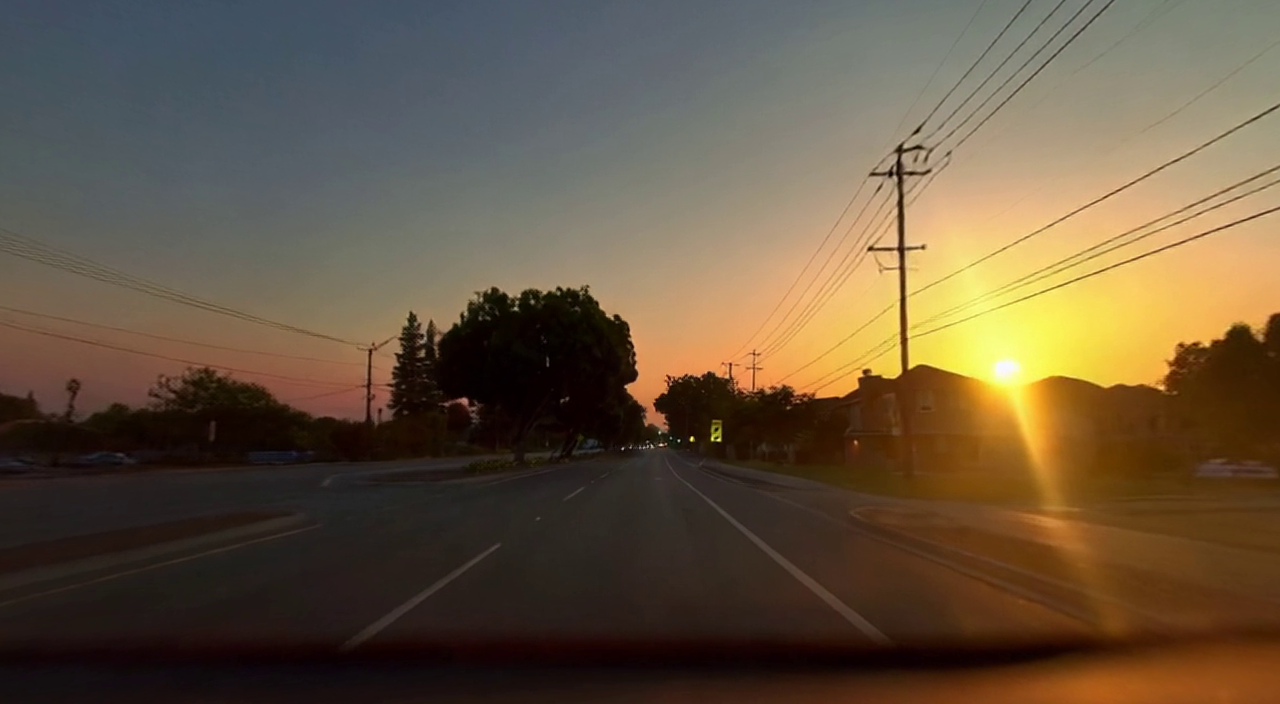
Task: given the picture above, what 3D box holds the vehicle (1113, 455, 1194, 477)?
[{"bbox_3d":[37.052,8.213,45.480,4.681,1.488,1.954,3,-11,-15],"label":"vehicle"}]
